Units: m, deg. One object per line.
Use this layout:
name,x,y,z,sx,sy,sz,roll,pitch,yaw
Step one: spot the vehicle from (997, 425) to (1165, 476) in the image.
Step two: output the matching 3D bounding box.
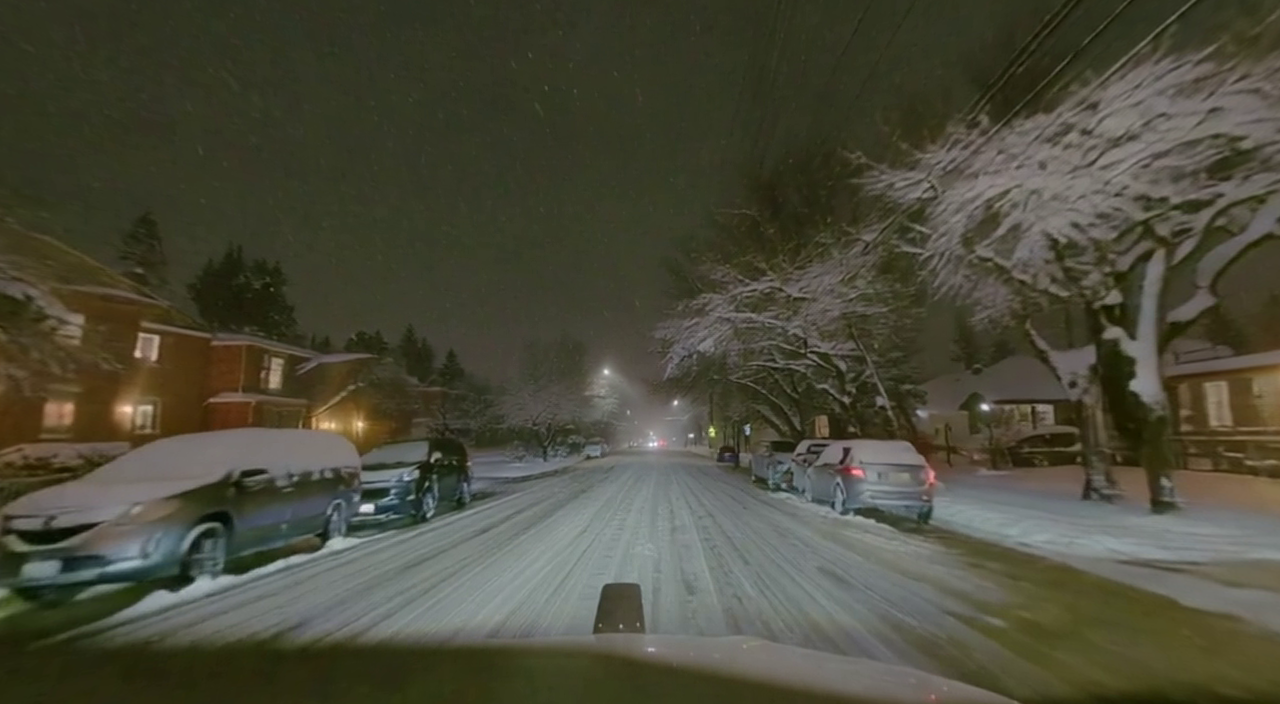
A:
vehicle,17.519,3.936,25.309,4.927,1.799,2.245,-2,-9,1

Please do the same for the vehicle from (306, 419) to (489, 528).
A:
vehicle,-5.048,2.608,13.966,2.156,1.859,4.573,-4,-9,1

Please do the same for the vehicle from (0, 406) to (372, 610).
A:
vehicle,-5.443,1.801,8.032,2.118,1.753,4.377,-4,-9,1

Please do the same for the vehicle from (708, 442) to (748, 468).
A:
vehicle,5.418,6.382,39.206,1.906,1.503,4.498,0,-9,1

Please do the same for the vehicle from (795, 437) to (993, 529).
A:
vehicle,4.818,2.546,12.985,2.090,1.489,4.952,0,-9,1
